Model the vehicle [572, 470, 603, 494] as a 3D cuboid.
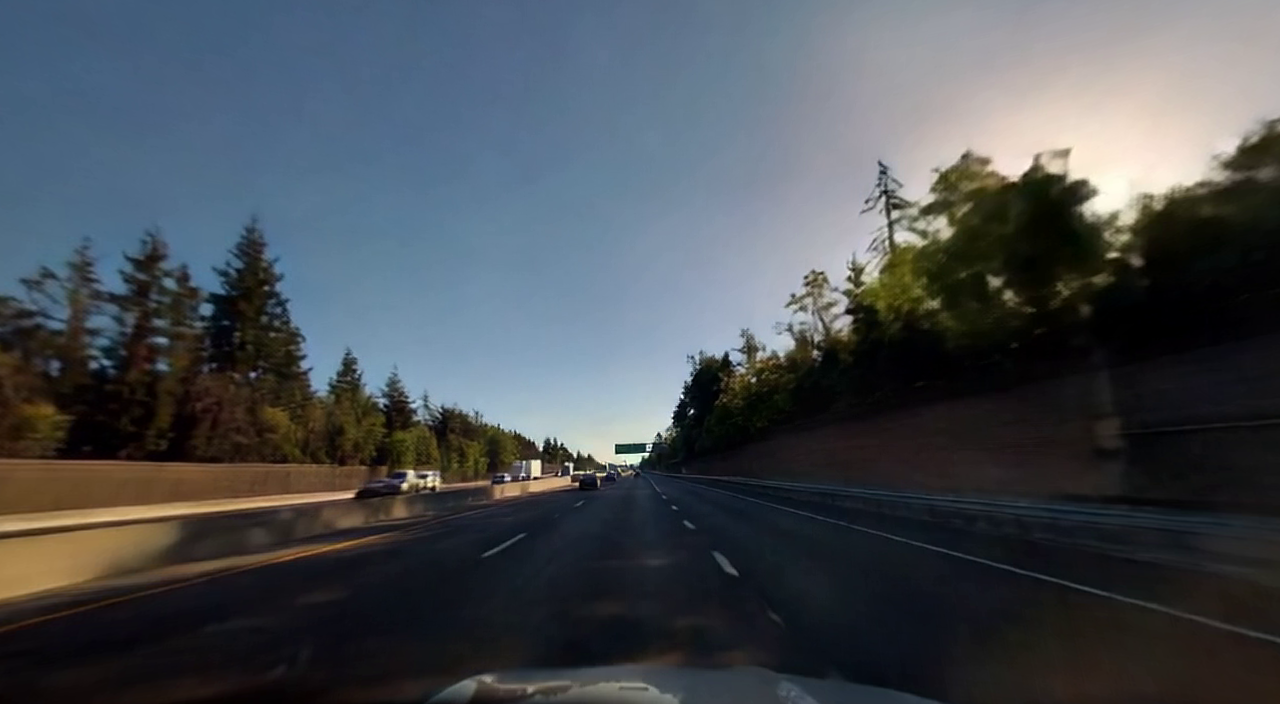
[{"bbox_3d":[-3.578,8.919,43.391,1.863,1.486,3.852,1,-11,-1],"label":"vehicle"}]
